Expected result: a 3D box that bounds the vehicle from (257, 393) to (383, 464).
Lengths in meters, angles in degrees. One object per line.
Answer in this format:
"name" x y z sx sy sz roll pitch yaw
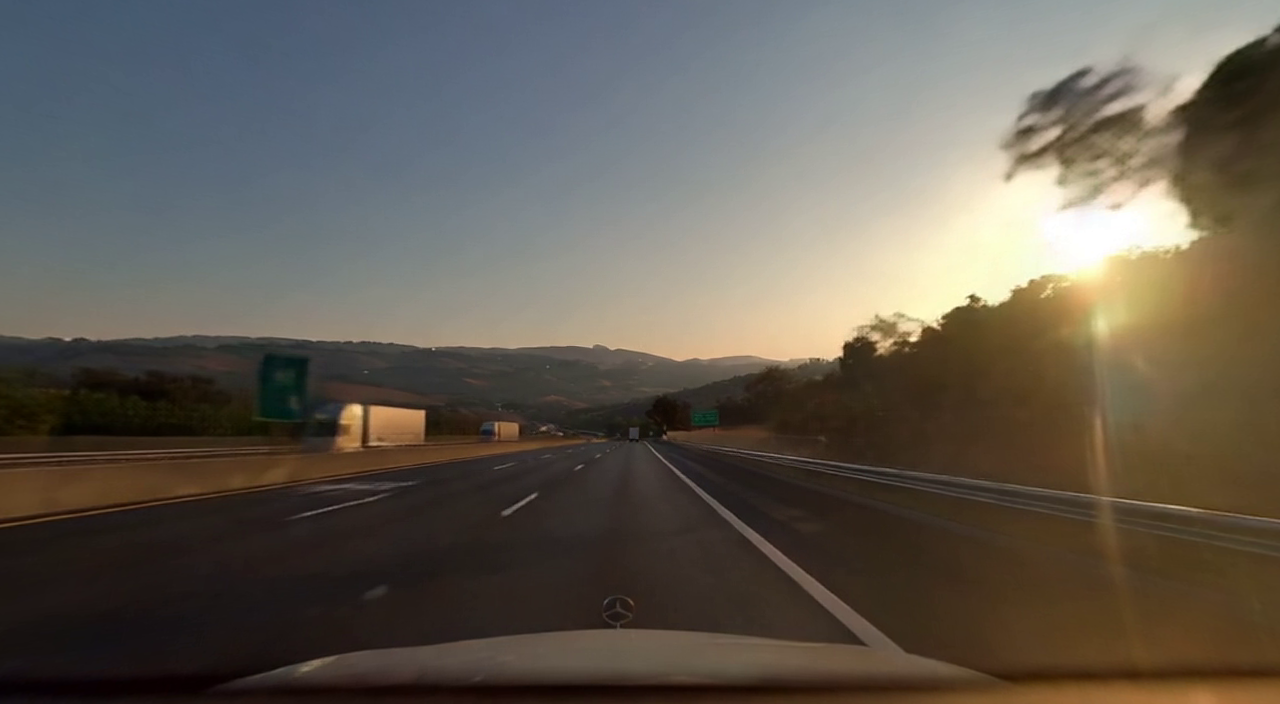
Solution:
"vehicle" -20.233 5.008 40.722 2.979 3.983 9.941 0 -8 -1
